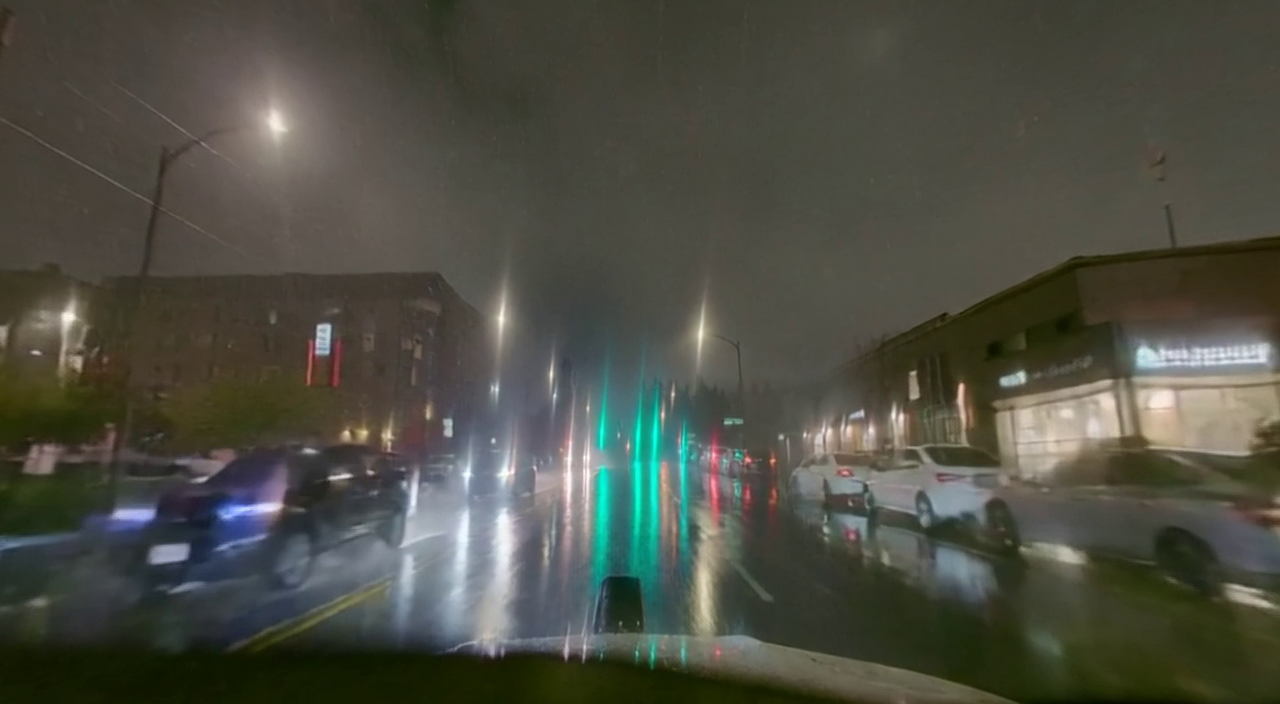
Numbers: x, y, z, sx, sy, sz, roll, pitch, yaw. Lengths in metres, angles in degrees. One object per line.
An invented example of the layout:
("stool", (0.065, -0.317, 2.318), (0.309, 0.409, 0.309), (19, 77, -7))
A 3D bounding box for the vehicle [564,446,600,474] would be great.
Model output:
("vehicle", (-3.841, 7.210, 42.451), (1.980, 1.718, 4.120), (0, -8, 0))

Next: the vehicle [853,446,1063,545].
("vehicle", (5.785, 2.602, 12.286), (1.795, 1.524, 4.658), (-1, -8, 2))

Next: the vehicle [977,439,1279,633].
("vehicle", (6.001, 1.742, 6.906), (2.054, 1.525, 4.258), (0, -8, -4))

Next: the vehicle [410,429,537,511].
("vehicle", (-4.147, 3.082, 16.617), (2.048, 1.761, 4.517), (-2, -10, 1))

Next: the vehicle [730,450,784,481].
("vehicle", (6.036, 5.892, 33.130), (1.837, 1.482, 4.706), (0, -8, -1))

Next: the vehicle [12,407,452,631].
("vehicle", (-3.766, 1.590, 7.018), (1.914, 1.682, 4.263), (-1, -8, 2))

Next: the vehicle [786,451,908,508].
("vehicle", (5.953, 3.693, 18.885), (1.976, 1.432, 4.812), (0, -8, -1))
